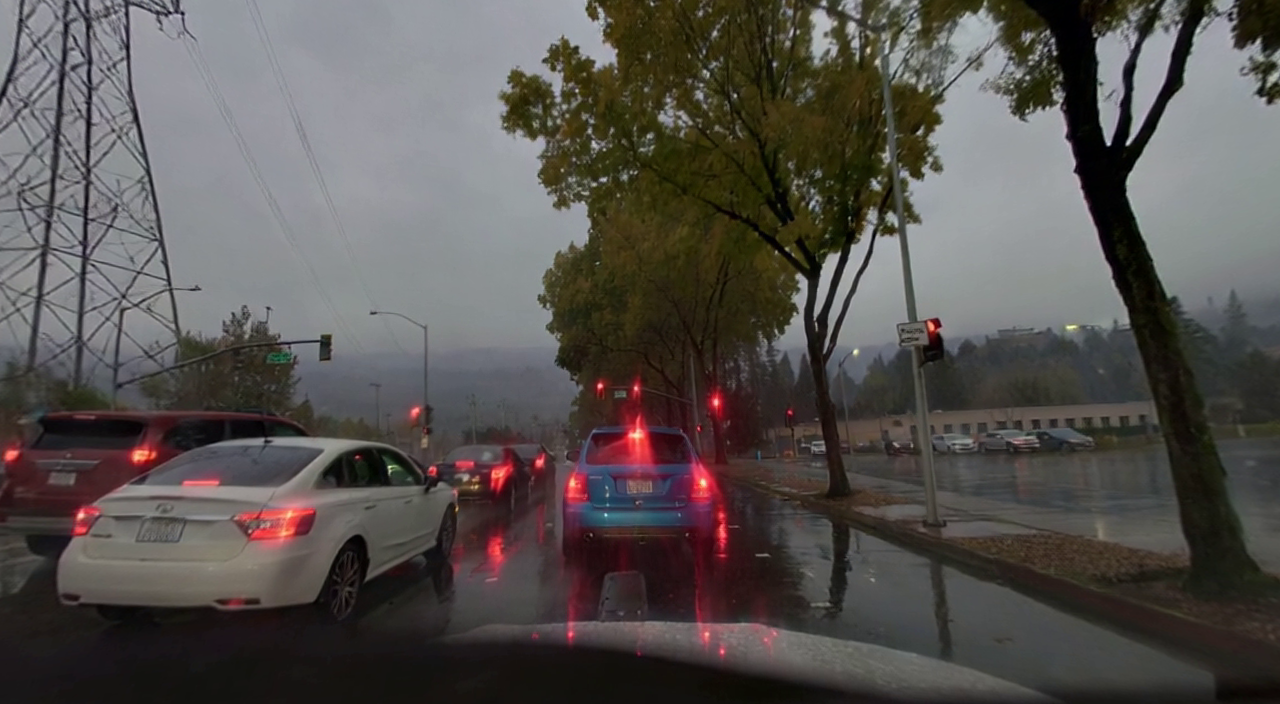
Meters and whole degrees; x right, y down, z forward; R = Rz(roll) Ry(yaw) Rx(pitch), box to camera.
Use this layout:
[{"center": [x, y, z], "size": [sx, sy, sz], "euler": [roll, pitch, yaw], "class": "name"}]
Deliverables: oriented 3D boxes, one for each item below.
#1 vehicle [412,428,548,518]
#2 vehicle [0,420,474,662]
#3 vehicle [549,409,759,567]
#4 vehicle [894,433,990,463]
[{"center": [-3.252, 2.523, 13.661], "size": [1.997, 1.636, 3.760], "euler": [0, -8, -1], "class": "vehicle"}, {"center": [-3.166, 1.493, 6.189], "size": [1.973, 1.469, 4.448], "euler": [0, -8, -1], "class": "vehicle"}, {"center": [0.086, 1.759, 8.922], "size": [2.239, 1.661, 4.224], "euler": [0, -8, -2], "class": "vehicle"}, {"center": [15.092, 4.807, 31.696], "size": [3.858, 1.437, 1.899], "euler": [0, -8, -4], "class": "vehicle"}]
